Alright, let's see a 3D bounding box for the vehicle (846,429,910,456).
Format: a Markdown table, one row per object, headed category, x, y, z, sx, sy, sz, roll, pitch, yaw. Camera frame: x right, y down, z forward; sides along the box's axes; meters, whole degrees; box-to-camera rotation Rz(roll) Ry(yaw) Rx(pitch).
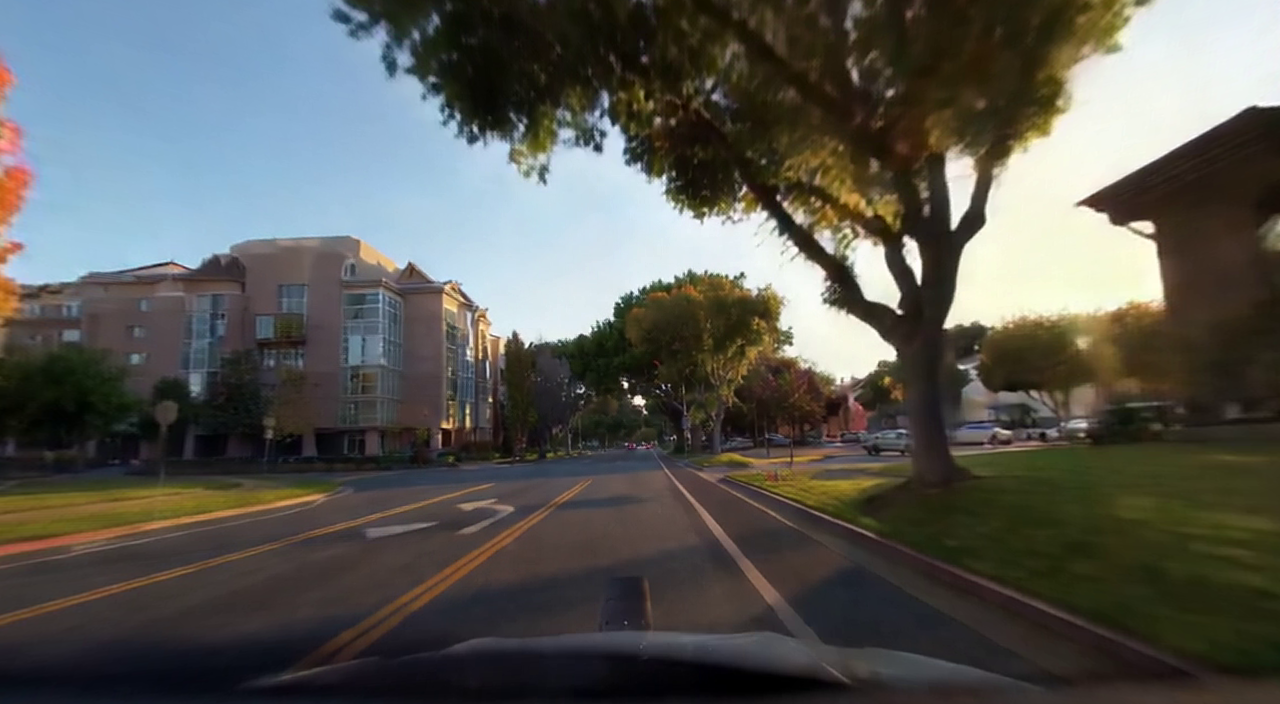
| category | x | y | z | sx | sy | sz | roll | pitch | yaw |
| --- | --- | --- | --- | --- | --- | --- | --- | --- | --- |
| vehicle | 13.756 | 5.274 | 36.723 | 1.927 | 1.464 | 4.644 | 0 | -8 | 0 |
